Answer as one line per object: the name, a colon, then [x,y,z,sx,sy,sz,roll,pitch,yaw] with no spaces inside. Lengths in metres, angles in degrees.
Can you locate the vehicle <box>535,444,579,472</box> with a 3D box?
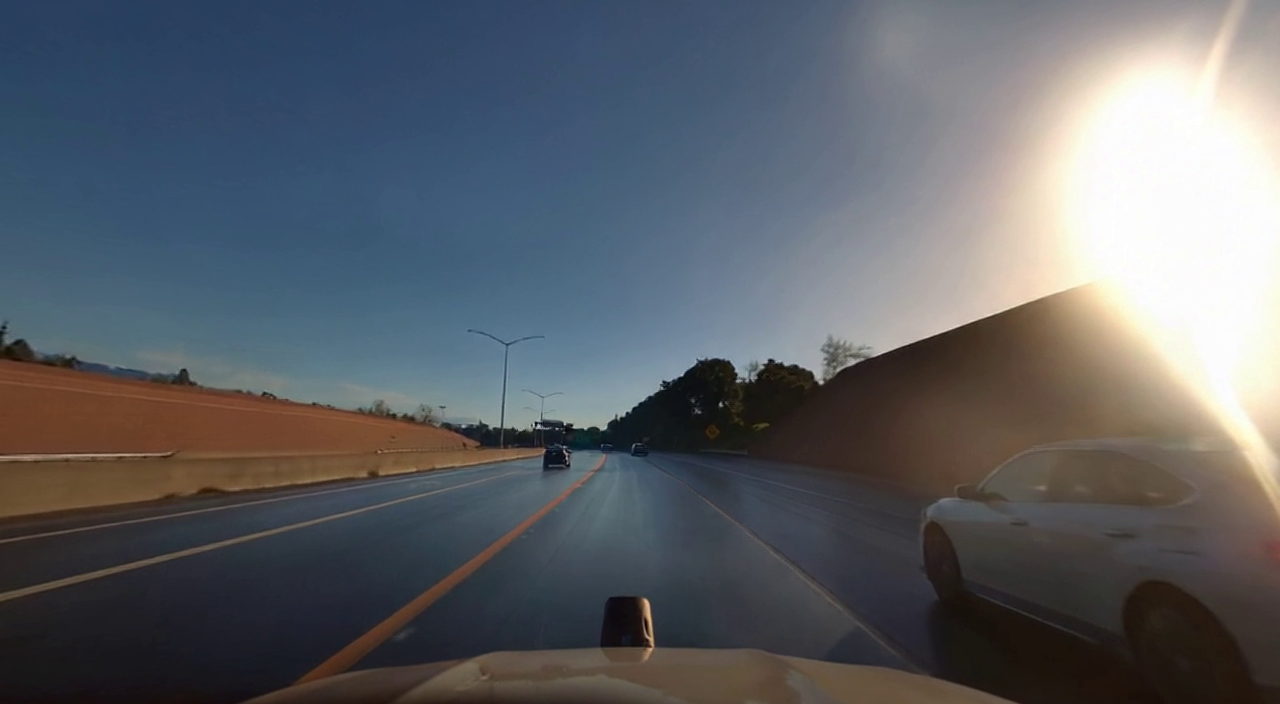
vehicle: [-4.665,6.016,36.040,2.014,1.481,4.156,0,-8,-1]

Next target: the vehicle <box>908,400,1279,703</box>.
vehicle: [3.281,1.012,2.878,2.030,1.490,4.737,0,-8,0]
